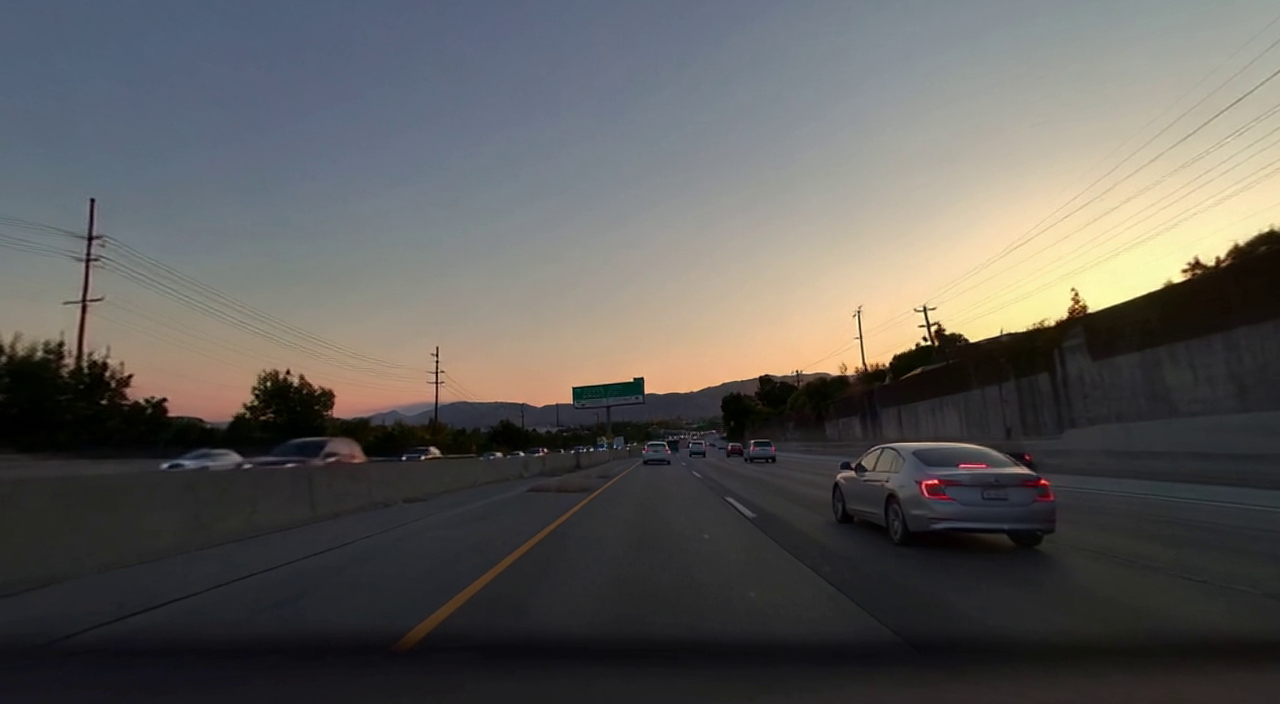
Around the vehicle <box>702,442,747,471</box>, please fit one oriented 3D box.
[{"bbox_3d":[4.535,5.670,34.321,1.936,1.465,4.060,0,-8,0],"label":"vehicle"}]

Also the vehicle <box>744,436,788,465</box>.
[{"bbox_3d":[8.393,6.615,42.504,2.041,1.821,4.562,0,-8,1],"label":"vehicle"}]

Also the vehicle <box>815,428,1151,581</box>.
[{"bbox_3d":[3.965,1.818,8.416,1.986,1.478,4.429,0,-8,0],"label":"vehicle"}]

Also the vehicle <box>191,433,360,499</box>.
[{"bbox_3d":[-10.101,3.175,18.001,1.984,1.635,4.525,0,-8,2],"label":"vehicle"}]

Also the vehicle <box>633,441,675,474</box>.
[{"bbox_3d":[0.721,5.422,32.692,2.042,1.581,3.769,0,-8,1],"label":"vehicle"}]

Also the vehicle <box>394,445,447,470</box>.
[{"bbox_3d":[-16.266,7.811,47.032,2.048,1.727,4.903,0,-8,2],"label":"vehicle"}]
